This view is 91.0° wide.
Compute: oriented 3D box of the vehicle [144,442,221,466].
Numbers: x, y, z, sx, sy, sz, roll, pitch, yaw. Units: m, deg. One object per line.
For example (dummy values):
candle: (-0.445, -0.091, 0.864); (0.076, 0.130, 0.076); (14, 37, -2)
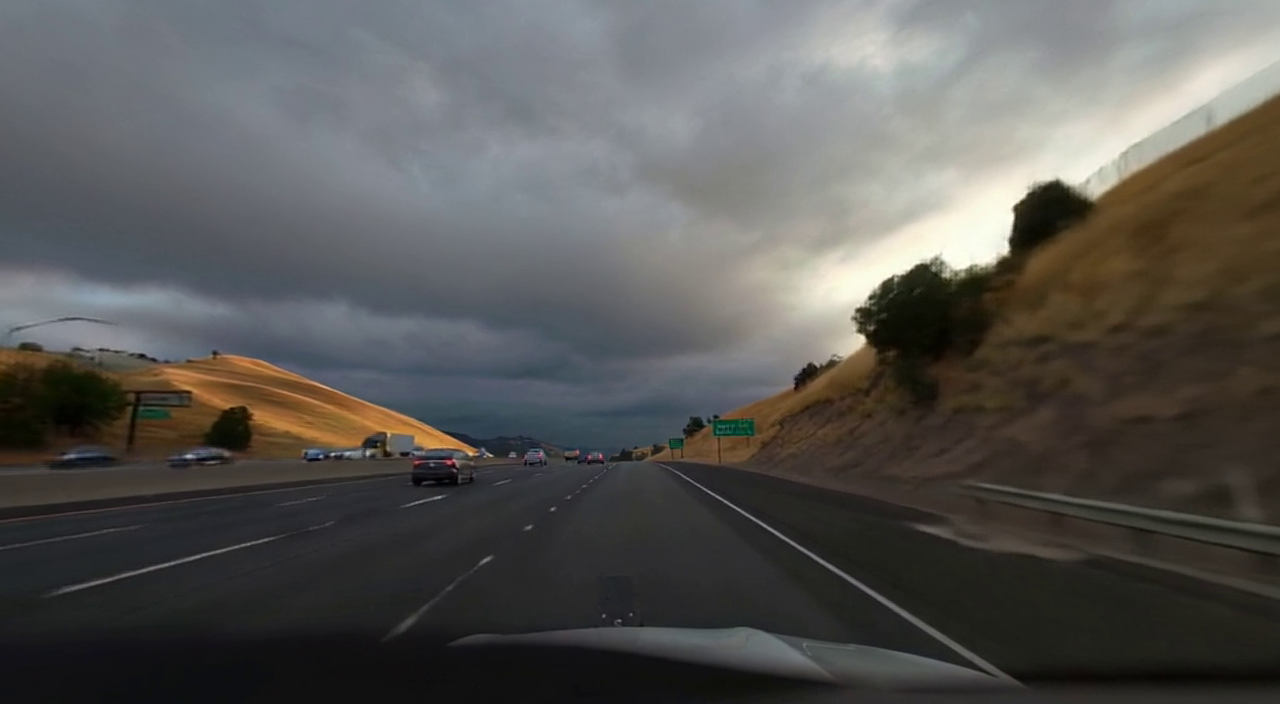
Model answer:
vehicle: (-31.759, 7.094, 43.918); (2.159, 1.528, 4.396); (0, -9, -2)

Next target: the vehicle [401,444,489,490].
vehicle: (-7.403, 4.394, 24.427); (2.045, 1.624, 4.338); (0, -9, 0)

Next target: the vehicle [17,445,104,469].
vehicle: (-39.205, 7.117, 42.764); (1.851, 1.509, 4.345); (0, -9, -2)
